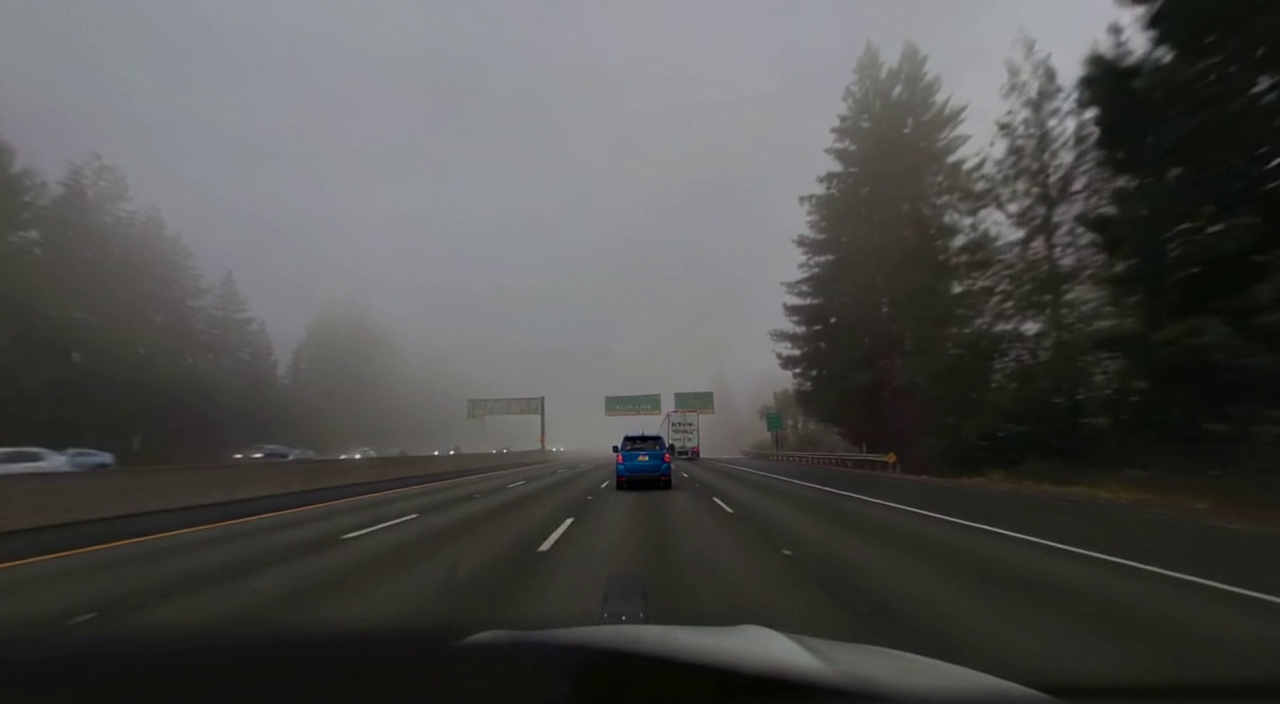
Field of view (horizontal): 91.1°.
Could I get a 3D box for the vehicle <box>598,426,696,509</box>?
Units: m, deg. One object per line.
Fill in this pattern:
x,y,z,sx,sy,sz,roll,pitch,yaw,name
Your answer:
0.183,2.731,15.286,2.054,1.706,4.201,0,-8,1,vehicle

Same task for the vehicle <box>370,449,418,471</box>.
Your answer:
-18.398,8.096,47.174,1.811,1.508,4.201,0,-8,2,vehicle

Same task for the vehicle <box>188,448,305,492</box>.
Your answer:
-15.306,4.580,24.706,1.858,1.554,4.055,0,-8,2,vehicle
